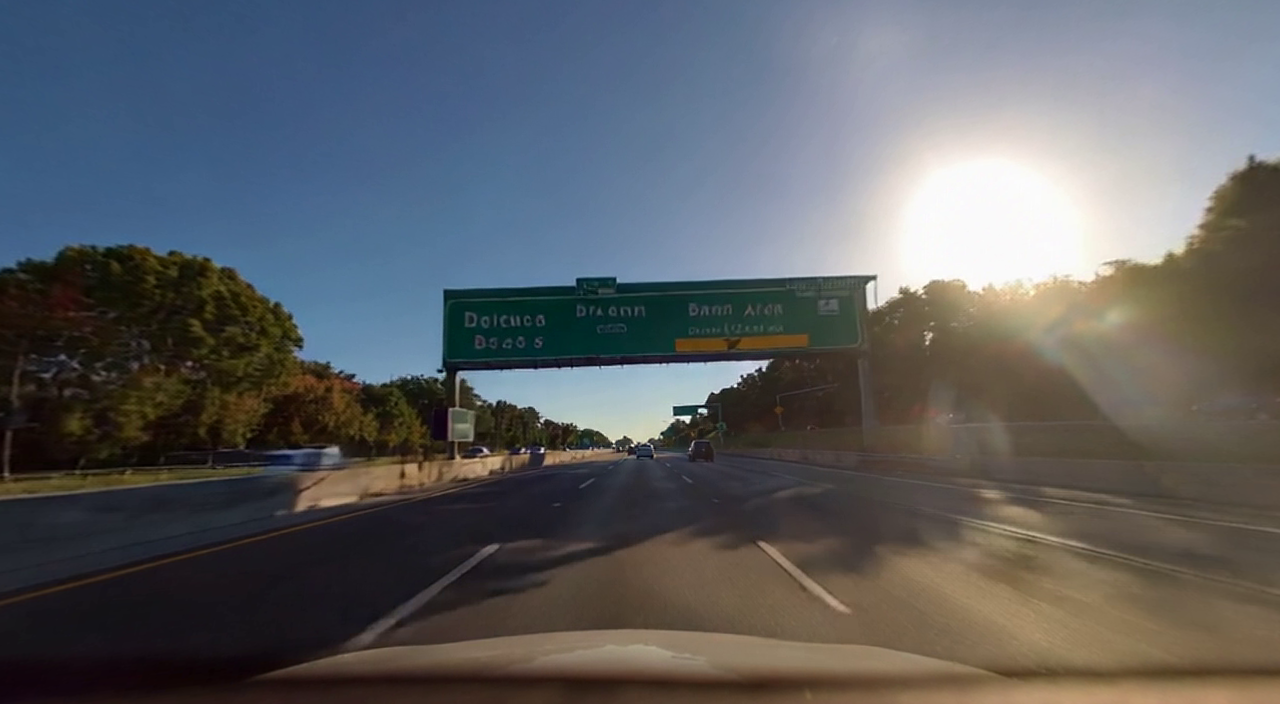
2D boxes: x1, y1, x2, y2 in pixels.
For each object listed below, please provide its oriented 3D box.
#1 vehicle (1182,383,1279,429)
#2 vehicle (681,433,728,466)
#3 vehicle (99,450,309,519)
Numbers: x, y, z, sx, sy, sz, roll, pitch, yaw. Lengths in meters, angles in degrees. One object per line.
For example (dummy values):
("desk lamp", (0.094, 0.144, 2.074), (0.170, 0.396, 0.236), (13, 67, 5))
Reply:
("vehicle", (23.150, 2.072, 23.618), (1.872, 1.459, 4.502), (-1, -8, 4))
("vehicle", (4.202, 6.482, 42.133), (2.505, 2.020, 5.532), (0, -8, -1))
("vehicle", (-10.937, 3.316, 16.415), (1.954, 1.477, 4.834), (0, -8, 1))
